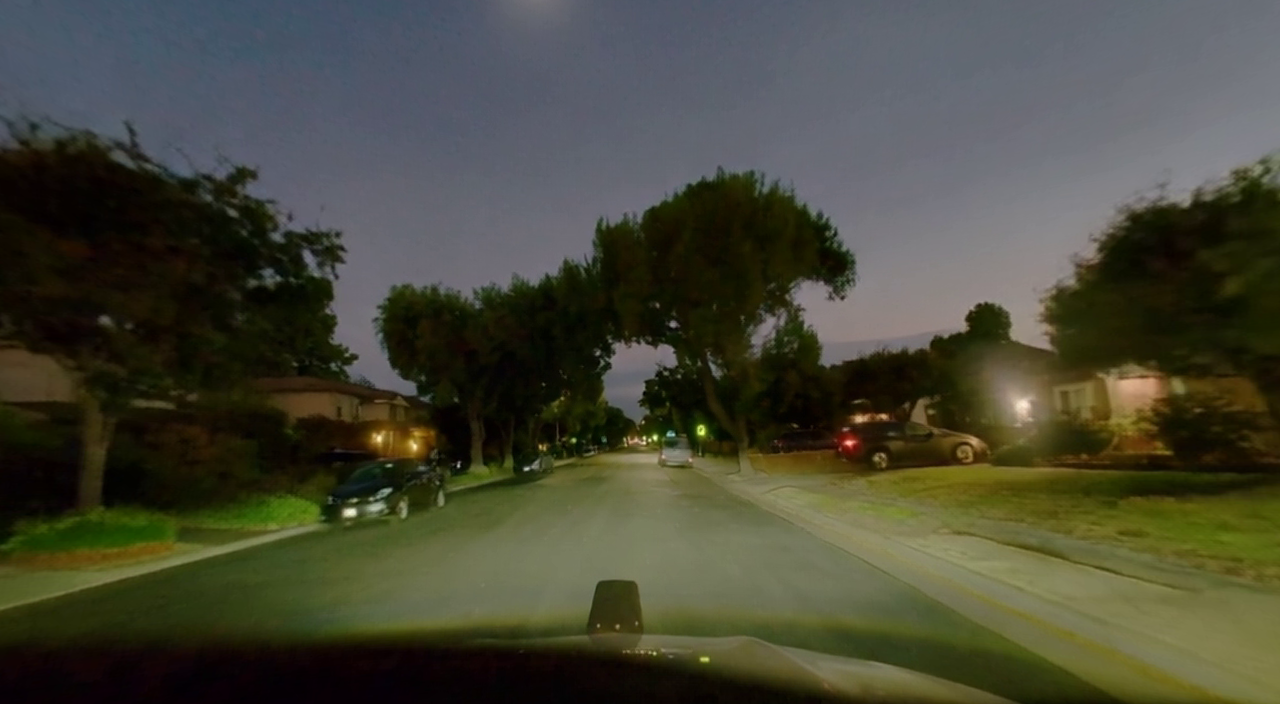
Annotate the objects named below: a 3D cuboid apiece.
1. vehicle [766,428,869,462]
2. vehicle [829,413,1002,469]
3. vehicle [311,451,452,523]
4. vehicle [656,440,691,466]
[{"bbox_3d":[8.572,4.517,30.803,4.331,1.570,2.009,0,-8,-2],"label":"vehicle"},{"bbox_3d":[8.641,2.835,20.111,4.599,1.652,1.903,0,-8,-2],"label":"vehicle"},{"bbox_3d":[-6.089,3.177,15.369,1.878,1.496,3.535,0,-8,1],"label":"vehicle"},{"bbox_3d":[2.030,6.208,39.111,2.022,1.483,4.565,0,-8,2],"label":"vehicle"}]
